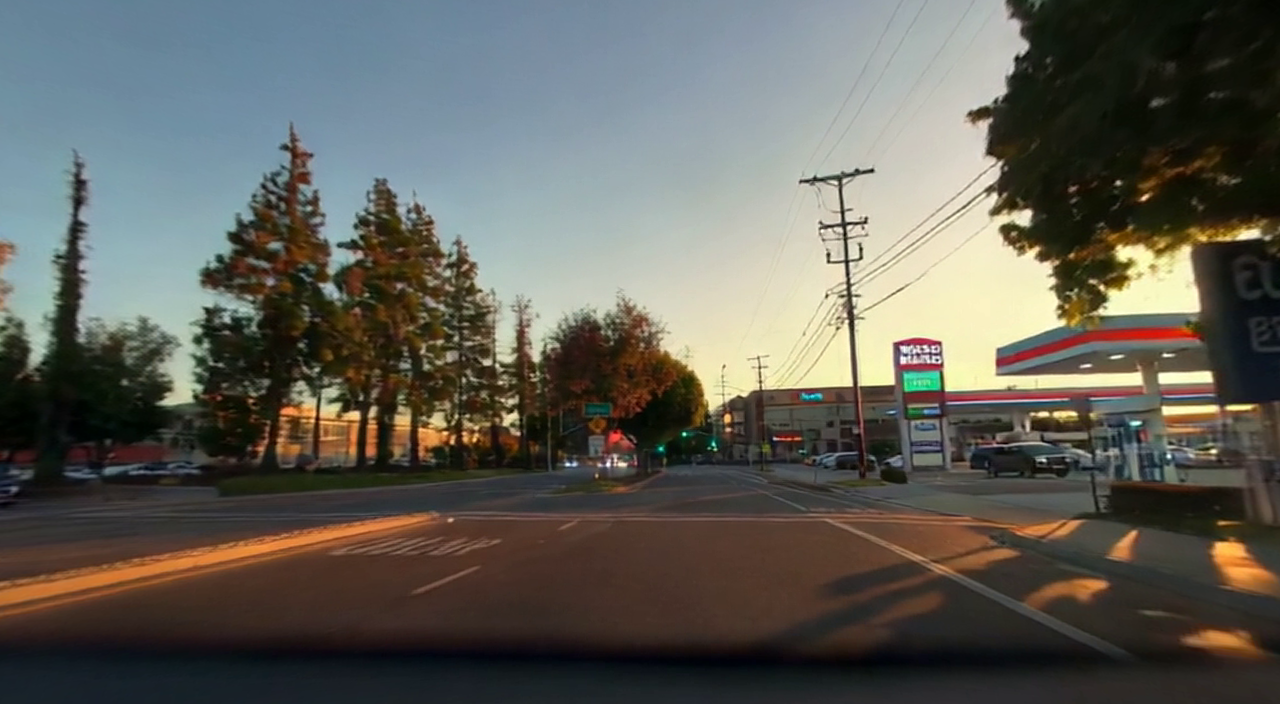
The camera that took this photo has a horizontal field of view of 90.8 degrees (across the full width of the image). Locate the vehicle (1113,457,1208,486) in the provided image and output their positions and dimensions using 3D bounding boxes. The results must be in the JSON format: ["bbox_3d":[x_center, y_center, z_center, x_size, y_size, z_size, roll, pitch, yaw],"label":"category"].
[{"bbox_3d":[28.967,6.645,35.370,2.113,1.461,3.997,-1,-9,5],"label":"vehicle"}]

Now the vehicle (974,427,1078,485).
[{"bbox_3d":[21.336,5.748,35.344,2.642,2.930,5.826,-1,-9,7],"label":"vehicle"}]
